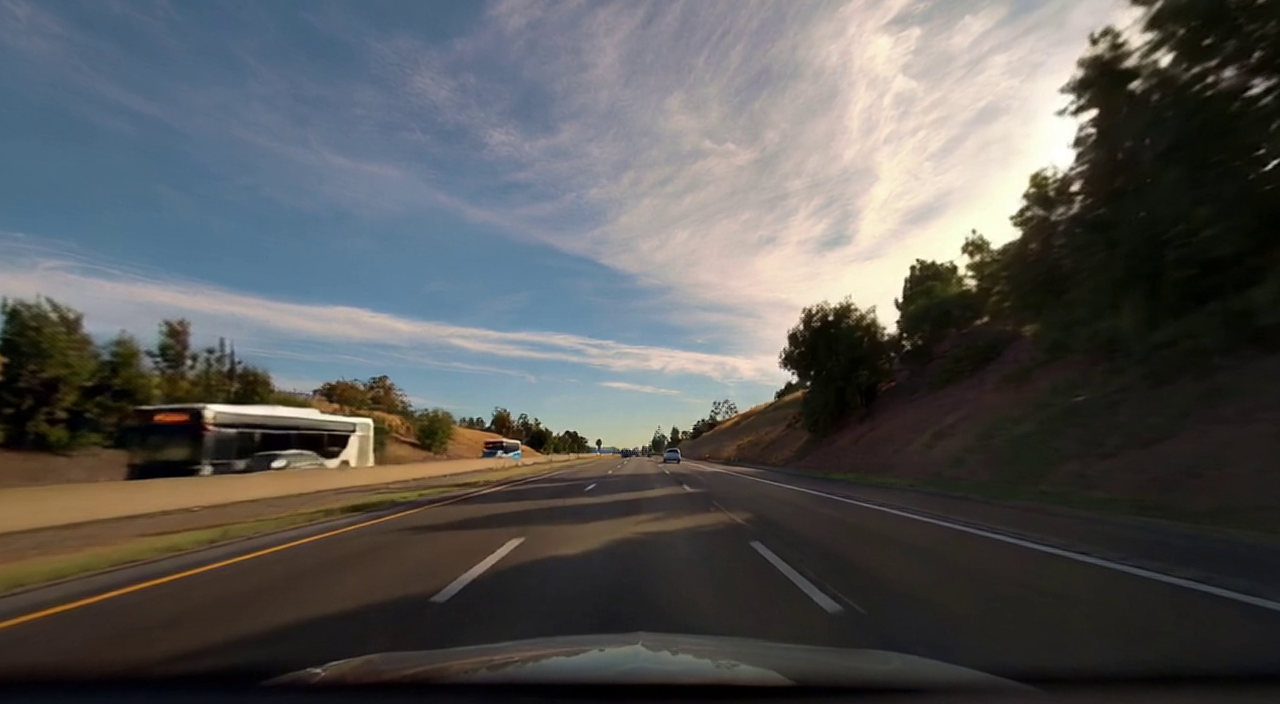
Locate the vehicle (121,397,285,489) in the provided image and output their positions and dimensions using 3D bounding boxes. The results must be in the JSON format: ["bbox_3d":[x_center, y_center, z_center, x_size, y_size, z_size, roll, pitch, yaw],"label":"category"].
[{"bbox_3d":[-20.391,4.340,30.036,3.233,3.934,6.032,0,-9,0],"label":"vehicle"}]

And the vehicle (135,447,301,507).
[{"bbox_3d":[-12.757,3.764,19.485,2.113,1.636,4.288,0,-9,0],"label":"vehicle"}]
